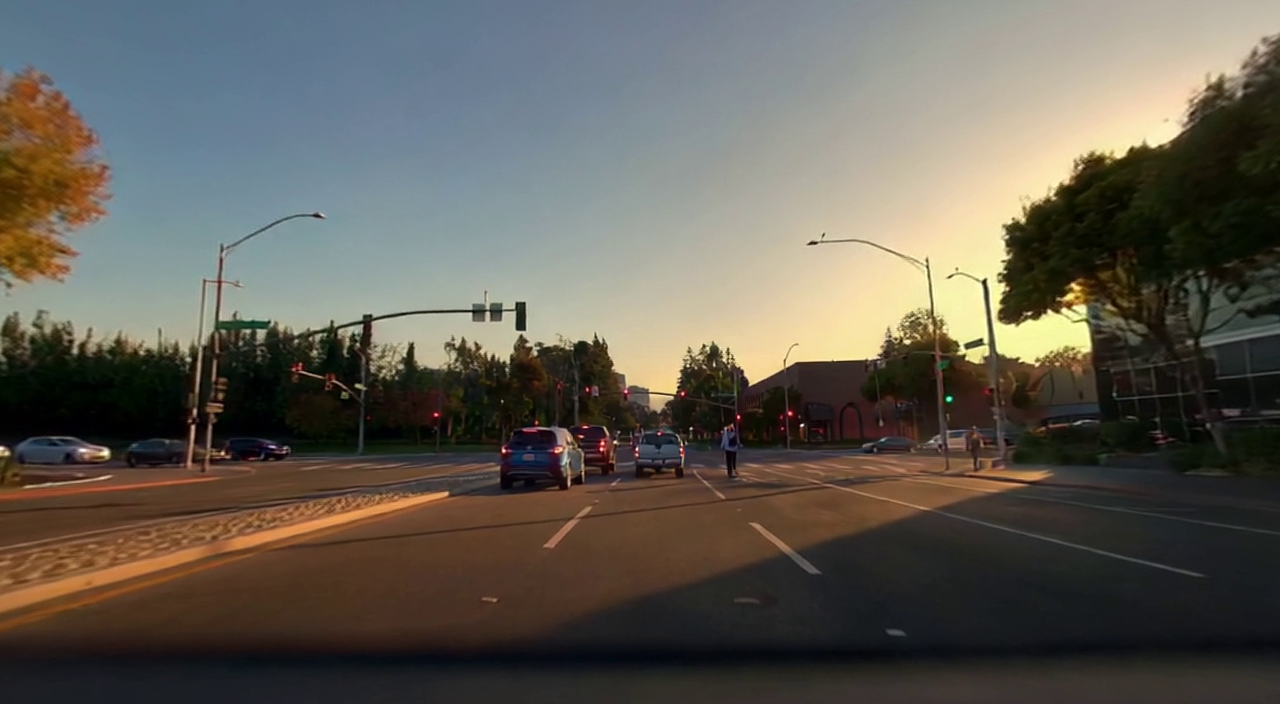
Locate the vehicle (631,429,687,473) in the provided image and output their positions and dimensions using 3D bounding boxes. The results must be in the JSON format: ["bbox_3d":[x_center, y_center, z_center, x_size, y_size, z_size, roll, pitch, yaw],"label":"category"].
[{"bbox_3d":[0.777,4.249,27.183,2.204,1.738,4.690,0,-8,0],"label":"vehicle"}]

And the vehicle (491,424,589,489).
[{"bbox_3d":[-2.849,3.114,19.022,2.006,1.707,4.448,-1,-8,3],"label":"vehicle"}]

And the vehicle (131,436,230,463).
[{"bbox_3d":[-30.637,6.507,41.949,4.956,1.737,2.135,0,-8,2],"label":"vehicle"}]

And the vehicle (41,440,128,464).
[{"bbox_3d":[-37.439,6.743,42.365,4.170,1.551,1.816,0,-9,4],"label":"vehicle"}]
